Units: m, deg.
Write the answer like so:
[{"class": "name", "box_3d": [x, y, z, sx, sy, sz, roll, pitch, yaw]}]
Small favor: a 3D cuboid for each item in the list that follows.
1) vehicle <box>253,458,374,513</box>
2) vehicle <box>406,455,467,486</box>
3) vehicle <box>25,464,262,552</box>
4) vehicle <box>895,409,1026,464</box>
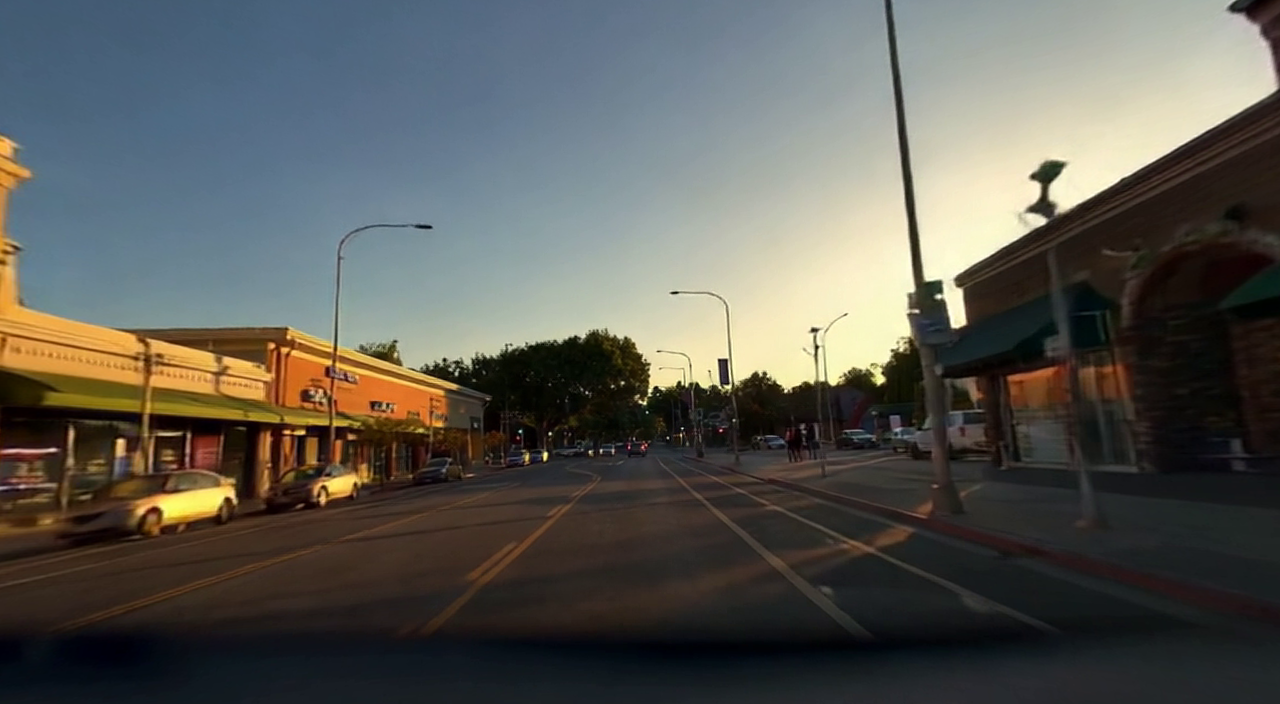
[{"class": "vehicle", "box_3d": [-10.844, 4.422, 21.383, 1.837, 1.586, 4.155, 0, -8, 1]}, {"class": "vehicle", "box_3d": [-10.914, 6.371, 34.214, 1.828, 1.470, 4.523, 0, -8, 0]}, {"class": "vehicle", "box_3d": [-10.773, 3.362, 14.249, 1.784, 1.502, 4.344, 0, -8, 0]}, {"class": "vehicle", "box_3d": [12.735, 3.459, 25.614, 2.532, 1.997, 5.001, 0, -9, -2]}]
